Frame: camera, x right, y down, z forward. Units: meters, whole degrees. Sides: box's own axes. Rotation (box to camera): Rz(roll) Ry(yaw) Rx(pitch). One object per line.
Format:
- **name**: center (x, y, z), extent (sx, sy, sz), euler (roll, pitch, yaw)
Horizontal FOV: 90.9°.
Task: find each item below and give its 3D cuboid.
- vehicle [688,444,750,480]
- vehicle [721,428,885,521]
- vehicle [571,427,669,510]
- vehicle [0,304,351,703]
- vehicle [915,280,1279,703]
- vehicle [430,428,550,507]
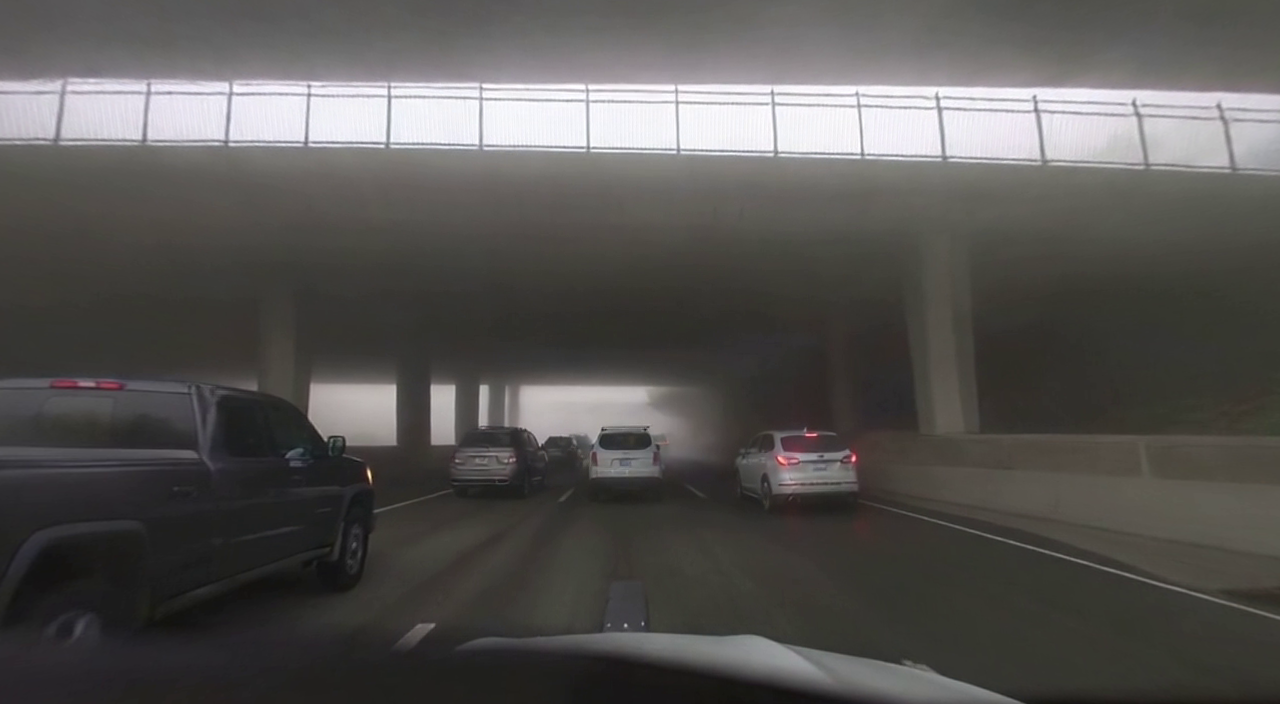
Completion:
- **vehicle**: center (3.382, 4.774, 27.650), extent (2.026, 1.457, 3.969), euler (0, -8, -3)
- **vehicle**: center (3.412, 2.693, 14.550), extent (2.234, 1.720, 5.378), euler (0, -8, -1)
- **vehicle**: center (-0.481, 2.773, 15.443), extent (2.097, 1.748, 3.794), euler (0, -8, -1)
- **vehicle**: center (-3.461, 0.808, 2.887), extent (2.074, 1.814, 4.596), euler (0, -8, 0)
- **vehicle**: center (3.710, 0.836, 3.289), extent (2.401, 1.968, 4.841), euler (0, -8, 1)
- **vehicle**: center (-3.616, 2.859, 16.046), extent (2.127, 1.720, 4.064), euler (0, -8, -2)
